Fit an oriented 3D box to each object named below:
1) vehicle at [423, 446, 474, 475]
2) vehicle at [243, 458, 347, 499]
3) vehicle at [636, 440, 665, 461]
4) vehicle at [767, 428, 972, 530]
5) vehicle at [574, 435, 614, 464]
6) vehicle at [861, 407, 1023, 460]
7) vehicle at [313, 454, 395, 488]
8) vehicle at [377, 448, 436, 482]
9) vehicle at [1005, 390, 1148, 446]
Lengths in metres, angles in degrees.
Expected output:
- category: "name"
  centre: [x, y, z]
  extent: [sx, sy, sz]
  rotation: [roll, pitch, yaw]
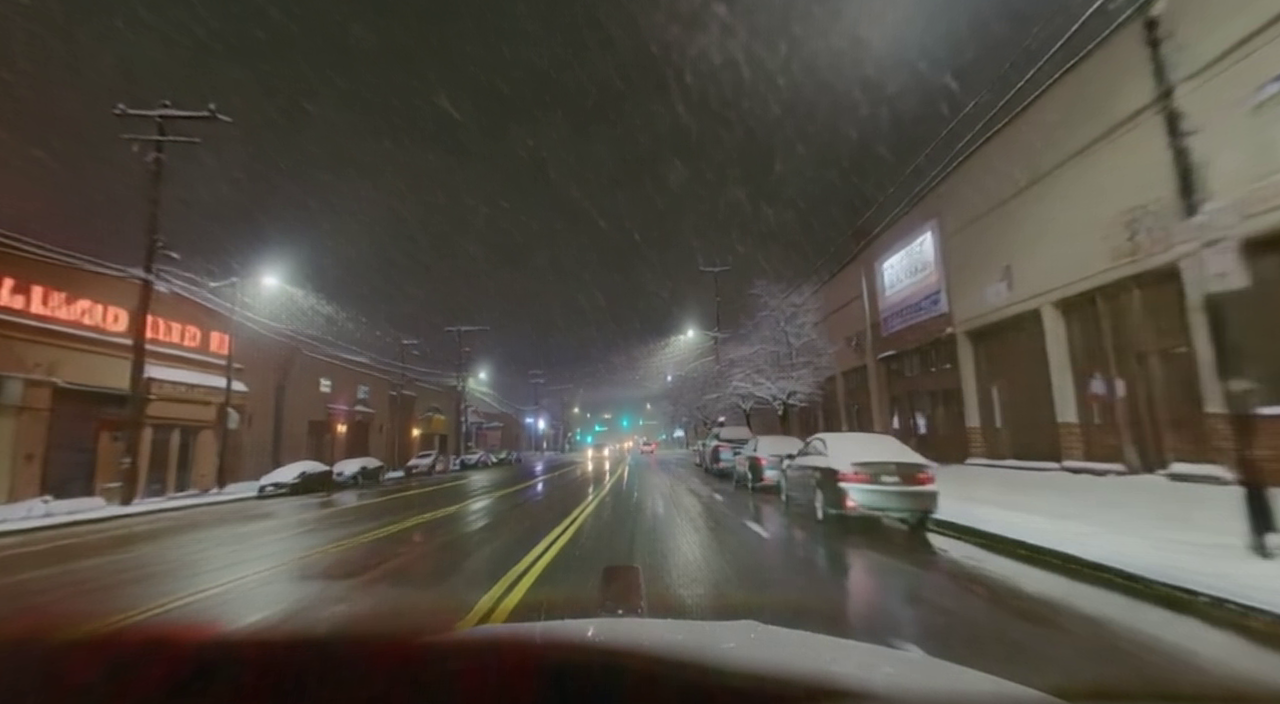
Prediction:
- category: "vehicle"
  centre: [-14.906, 8.426, 49.435]
  extent: [2.124, 1.835, 5.450]
  rotation: [-7, -8, 0]
- category: "vehicle"
  centre: [-15.090, 5.507, 27.988]
  extent: [1.883, 1.493, 4.880]
  rotation: [-1, -8, 0]
- category: "vehicle"
  centre: [0.752, 7.431, 47.779]
  extent: [2.099, 1.470, 4.270]
  rotation: [0, -9, 0]
- category: "vehicle"
  centre: [3.971, 2.297, 12.087]
  extent: [2.042, 1.487, 5.033]
  rotation: [1, -9, 0]
- category: "vehicle"
  centre: [-3.010, 6.563, 42.556]
  extent: [2.348, 1.831, 4.737]
  rotation: [0, -9, 0]
- category: "vehicle"
  centre: [12.853, 3.527, 27.177]
  extent: [5.603, 1.659, 2.393]
  rotation: [-5, -9, -3]
- category: "vehicle"
  centre: [-15.113, 6.302, 33.742]
  extent: [2.076, 1.518, 4.981]
  rotation: [-2, -8, 0]
- category: "vehicle"
  centre: [-14.945, 7.235, 40.739]
  extent: [2.020, 1.695, 4.629]
  rotation: [-7, -8, -2]
- category: "vehicle"
  centre: [18.910, 2.907, 27.559]
  extent: [4.515, 2.066, 2.070]
  rotation: [-3, -9, 0]
